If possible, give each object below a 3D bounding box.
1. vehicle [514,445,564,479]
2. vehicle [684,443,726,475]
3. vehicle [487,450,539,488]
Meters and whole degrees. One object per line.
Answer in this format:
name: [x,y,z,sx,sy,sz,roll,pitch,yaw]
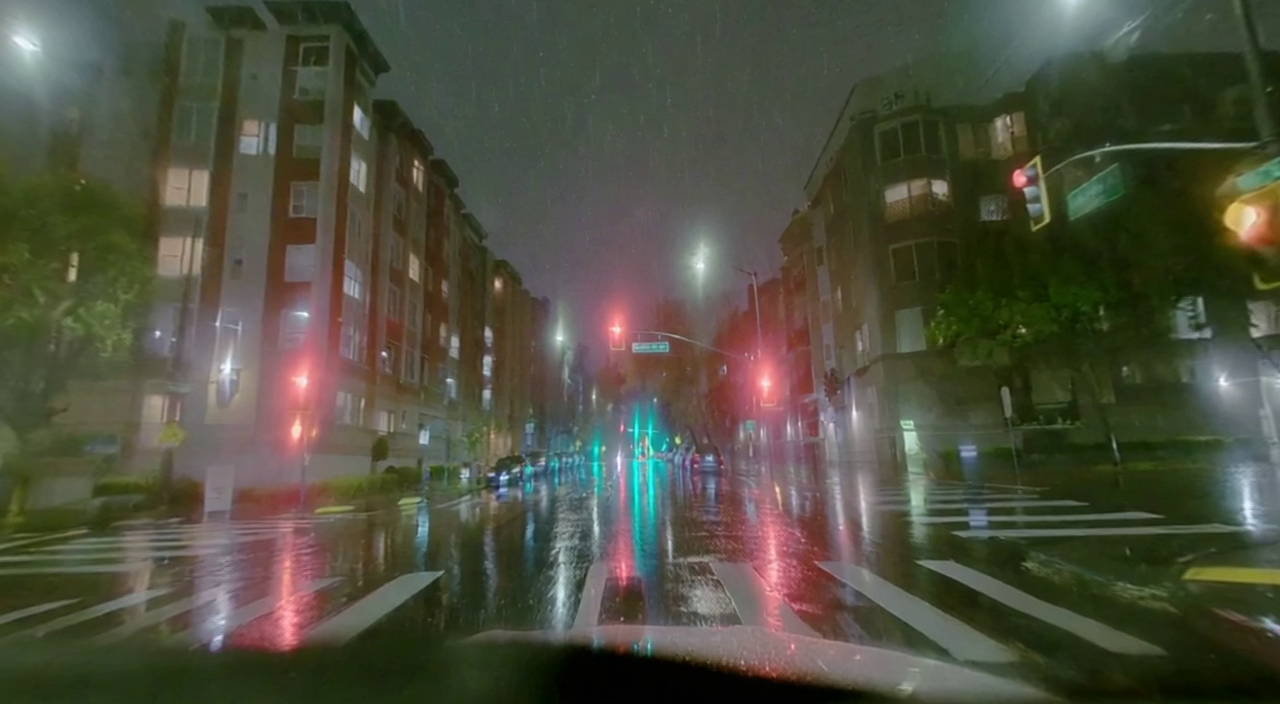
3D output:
vehicle: [-6.454,7.052,40.776,2.175,1.849,4.725,-4,-8,2]
vehicle: [3.579,5.964,35.553,1.924,1.657,4.665,0,-8,0]
vehicle: [-6.701,6.184,33.746,1.763,1.612,4.462,-8,-8,-1]
